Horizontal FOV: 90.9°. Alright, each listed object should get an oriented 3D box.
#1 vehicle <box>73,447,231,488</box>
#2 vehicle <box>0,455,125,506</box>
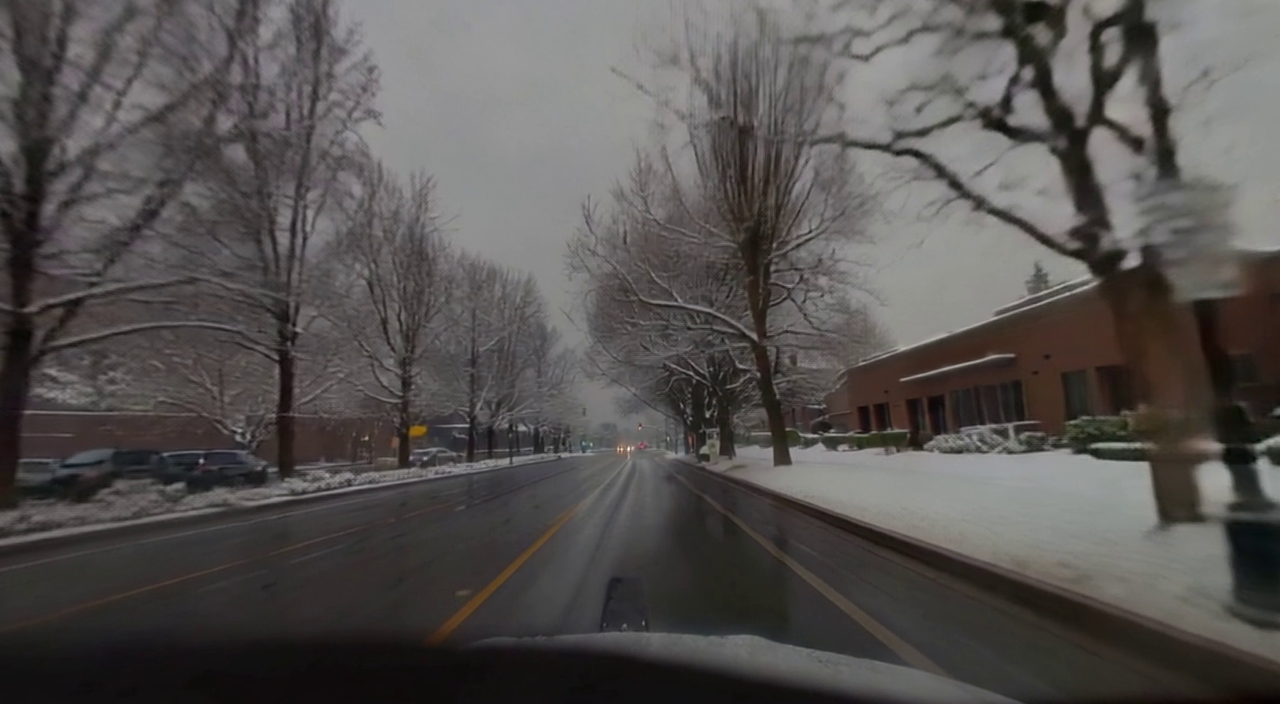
[{"bbox_3d":[-19.365,4.596,25.199,4.606,1.544,1.965,0,-9,-1],"label":"vehicle"},{"bbox_3d":[-19.098,3.974,19.644,4.216,1.455,2.035,0,-9,-1],"label":"vehicle"}]
